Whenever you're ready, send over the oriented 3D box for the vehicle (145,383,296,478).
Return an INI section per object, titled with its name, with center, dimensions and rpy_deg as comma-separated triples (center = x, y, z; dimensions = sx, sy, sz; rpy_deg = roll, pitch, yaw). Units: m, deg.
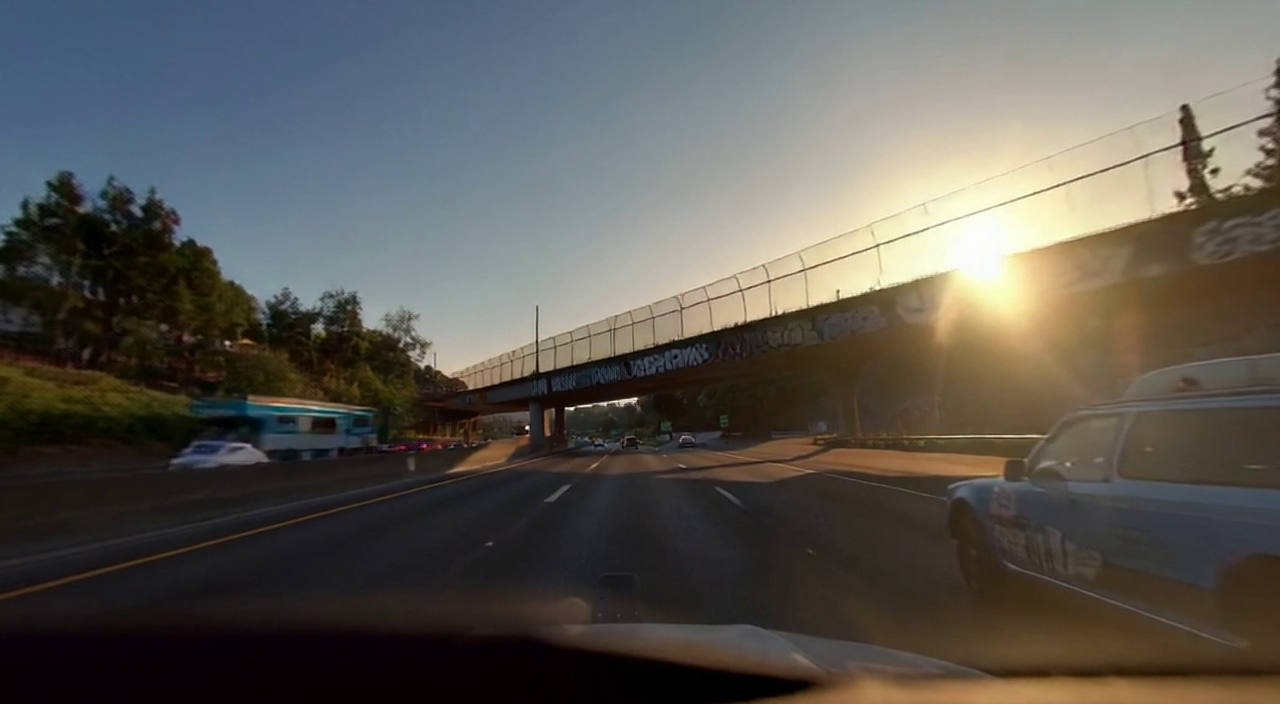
[vehicle]
center = -19.081, 3.646, 29.254
dimensions = 2.964, 3.949, 5.876
rpy_deg = 0, -8, -2
